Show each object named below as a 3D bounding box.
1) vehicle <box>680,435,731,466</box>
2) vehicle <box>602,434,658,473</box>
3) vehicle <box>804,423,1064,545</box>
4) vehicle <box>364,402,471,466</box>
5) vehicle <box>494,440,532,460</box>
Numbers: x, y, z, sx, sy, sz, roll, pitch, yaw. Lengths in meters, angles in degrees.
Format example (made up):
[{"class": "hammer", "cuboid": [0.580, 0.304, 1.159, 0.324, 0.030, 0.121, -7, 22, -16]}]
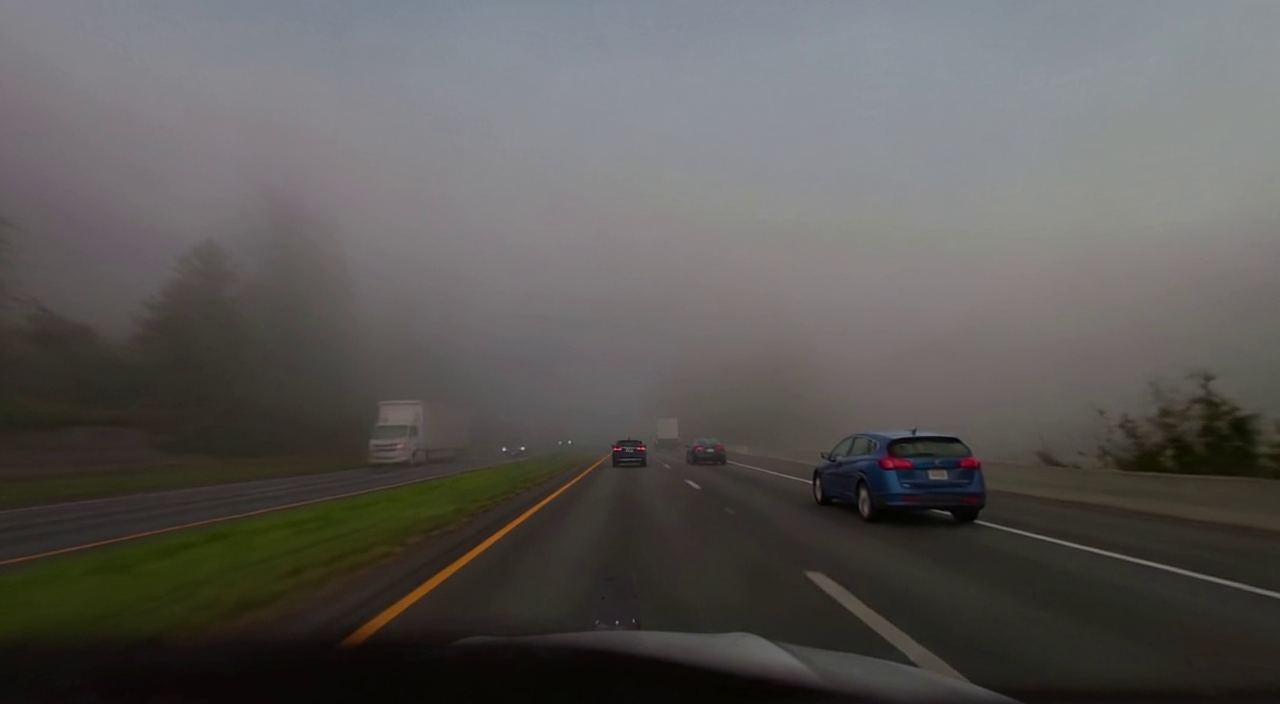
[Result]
[{"class": "vehicle", "cuboid": [3.271, 5.007, 32.336, 2.004, 1.469, 4.472, 0, -8, -2]}, {"class": "vehicle", "cuboid": [-0.424, 4.131, 25.901, 2.143, 1.466, 3.693, 0, -8, -2]}, {"class": "vehicle", "cuboid": [4.284, 1.952, 10.145, 2.066, 1.526, 4.216, 0, -8, -2]}, {"class": "vehicle", "cuboid": [-14.573, 5.545, 42.649, 3.122, 3.682, 11.678, 1, -7, -1]}, {"class": "vehicle", "cuboid": [-9.624, 7.442, 48.076, 1.982, 1.455, 4.161, 0, -8, 0]}]
